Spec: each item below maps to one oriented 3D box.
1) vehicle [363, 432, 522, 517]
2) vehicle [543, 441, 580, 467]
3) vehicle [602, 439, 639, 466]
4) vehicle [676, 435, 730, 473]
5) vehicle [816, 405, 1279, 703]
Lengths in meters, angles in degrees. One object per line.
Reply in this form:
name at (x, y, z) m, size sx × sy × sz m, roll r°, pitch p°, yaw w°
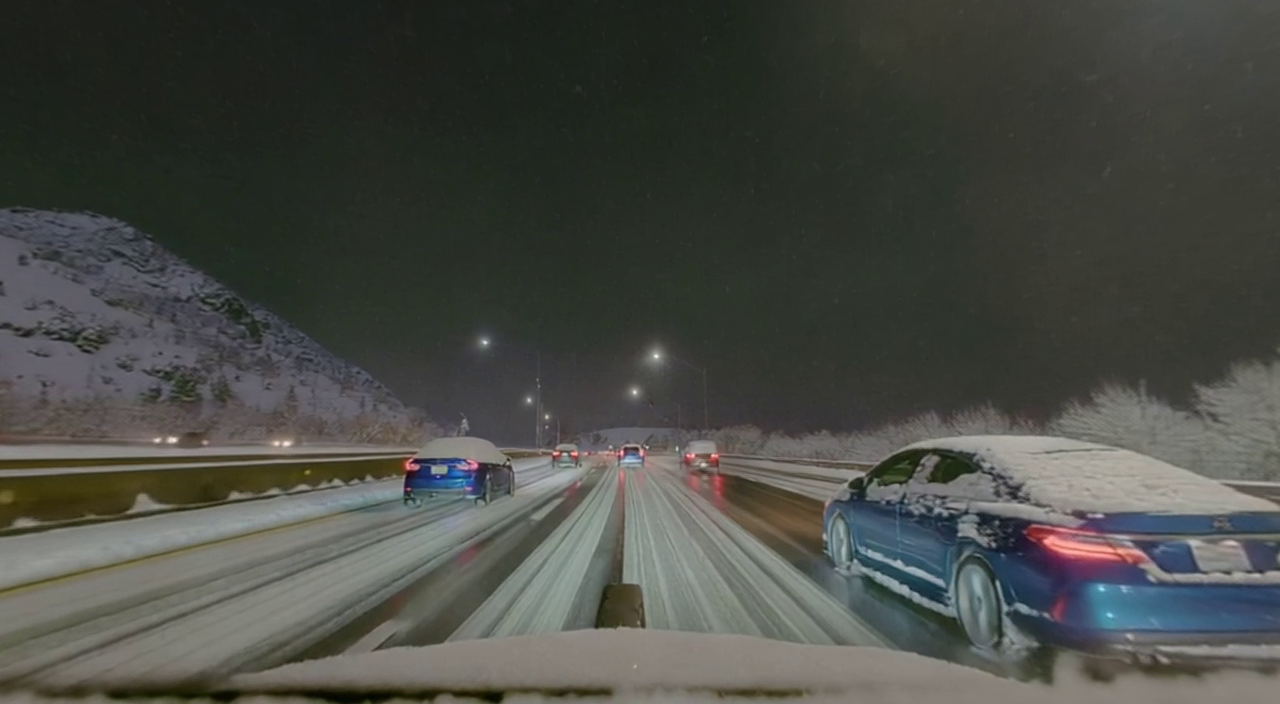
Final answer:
vehicle at (-3.975, 2.528, 13.537) m, size 1.993 × 1.500 × 4.248 m, roll 0°, pitch -9°, yaw 0°
vehicle at (-4.758, 6.203, 38.426) m, size 1.796 × 1.464 × 3.839 m, roll 0°, pitch -9°, yaw -1°
vehicle at (-1.183, 6.250, 39.246) m, size 2.147 × 1.572 × 4.094 m, roll 0°, pitch -9°, yaw -1°
vehicle at (3.198, 5.325, 33.100) m, size 2.222 × 1.820 × 4.733 m, roll 1°, pitch -9°, yaw -1°
vehicle at (3.100, 1.325, 4.851) m, size 2.136 × 1.511 × 4.706 m, roll 0°, pitch -9°, yaw 0°
